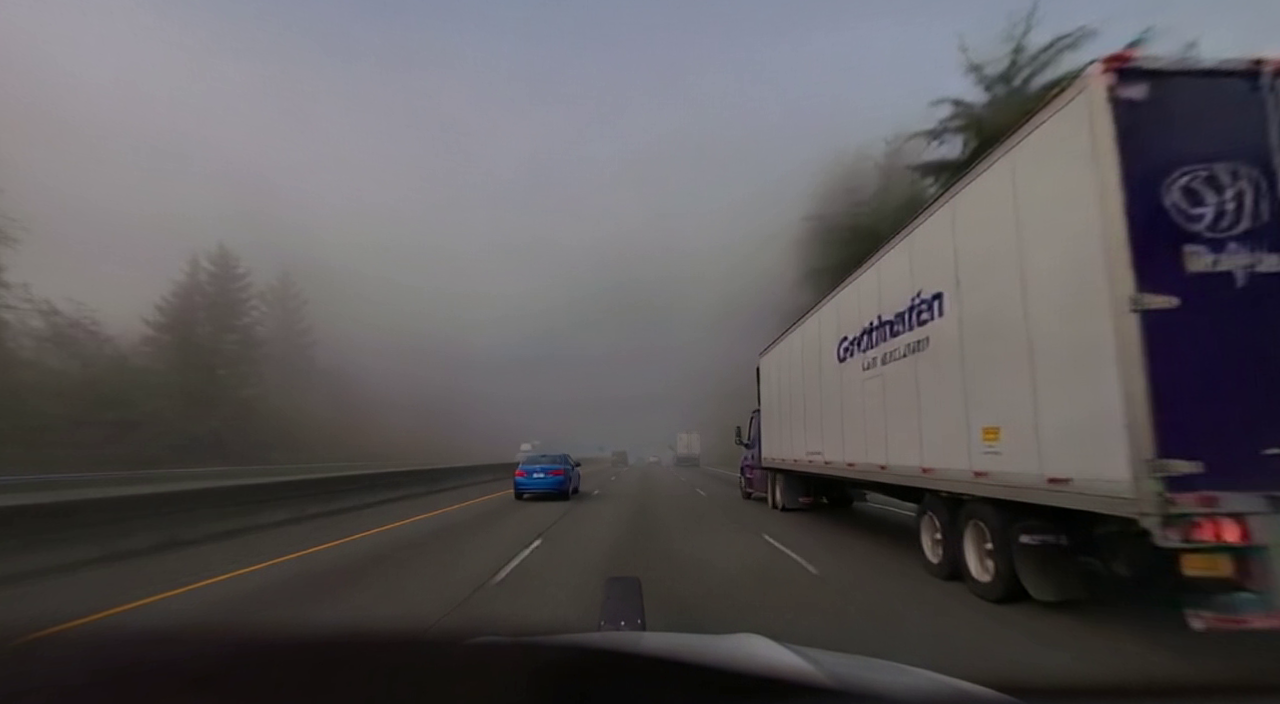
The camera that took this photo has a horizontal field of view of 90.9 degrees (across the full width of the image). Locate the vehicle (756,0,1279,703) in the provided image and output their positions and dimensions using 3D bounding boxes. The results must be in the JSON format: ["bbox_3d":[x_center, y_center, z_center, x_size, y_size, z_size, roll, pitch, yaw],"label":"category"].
[{"bbox_3d":[4.610,0.825,9.750,2.858,3.952,13.731,0,-9,-1],"label":"vehicle"}]

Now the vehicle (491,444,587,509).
[{"bbox_3d":[-2.675,3.413,17.774,1.960,1.579,4.384,0,-9,1],"label":"vehicle"}]
